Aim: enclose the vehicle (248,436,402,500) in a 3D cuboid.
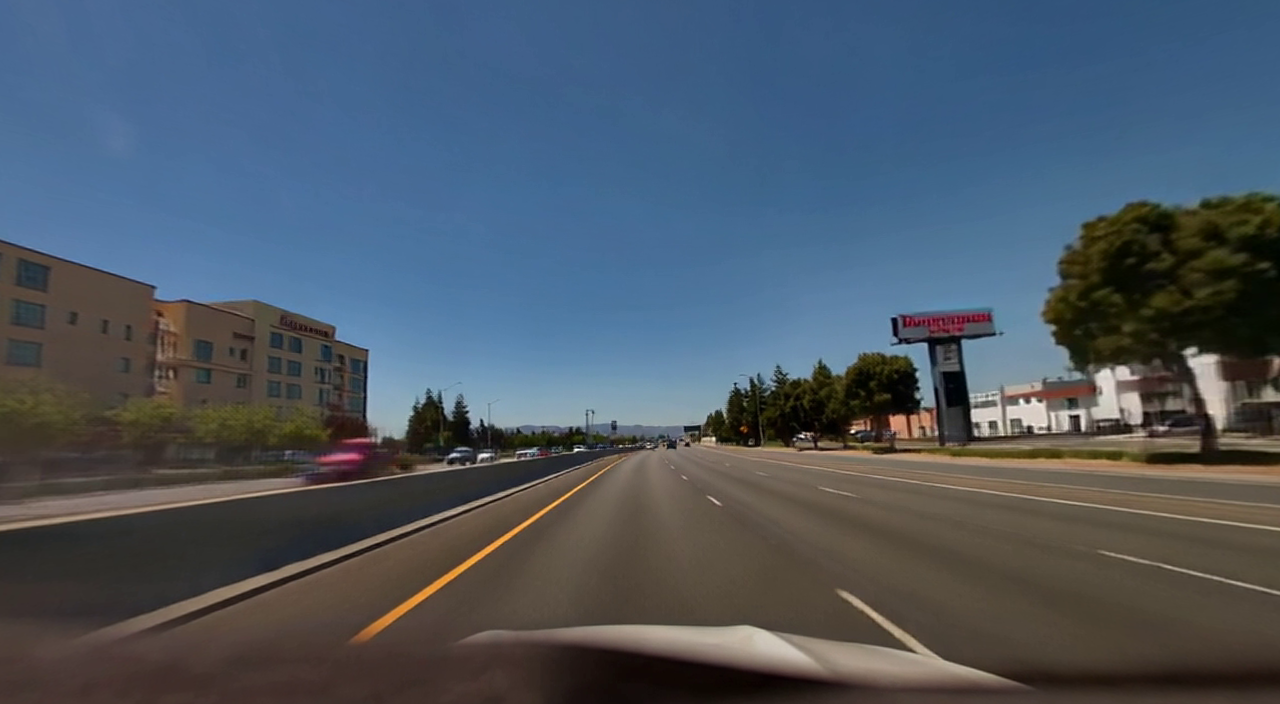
[{"bbox_3d":[-10.825,4.023,22.423,2.307,1.934,6.053,0,-8,0],"label":"vehicle"}]
